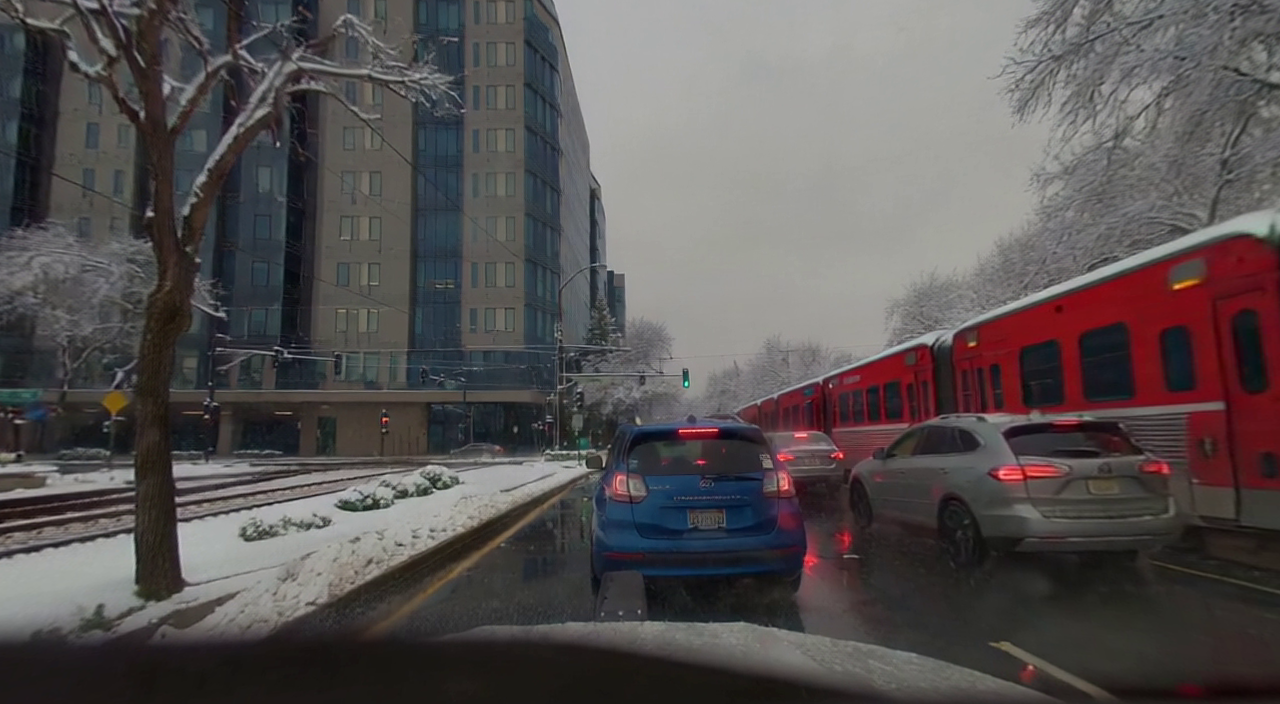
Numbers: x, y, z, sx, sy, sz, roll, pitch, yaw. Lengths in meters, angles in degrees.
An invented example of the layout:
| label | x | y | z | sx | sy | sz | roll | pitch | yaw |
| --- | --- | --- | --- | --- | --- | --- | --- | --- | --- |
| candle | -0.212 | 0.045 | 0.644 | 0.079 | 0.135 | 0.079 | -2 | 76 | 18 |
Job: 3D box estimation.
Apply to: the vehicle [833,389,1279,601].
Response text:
| label | x | y | z | sx | sy | sz | roll | pitch | yaw |
| --- | --- | --- | --- | --- | --- | --- | --- | --- | --- |
| vehicle | 4.323 | 1.570 | 7.847 | 2.165 | 1.760 | 5.064 | 0 | -9 | -1 |

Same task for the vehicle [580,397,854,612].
| label | x | y | z | sx | sy | sz | roll | pitch | yaw |
| --- | --- | --- | --- | --- | --- | --- | --- | --- | --- |
| vehicle | 0.509 | 1.515 | 7.130 | 2.190 | 1.684 | 4.084 | 0 | -9 | -3 |
